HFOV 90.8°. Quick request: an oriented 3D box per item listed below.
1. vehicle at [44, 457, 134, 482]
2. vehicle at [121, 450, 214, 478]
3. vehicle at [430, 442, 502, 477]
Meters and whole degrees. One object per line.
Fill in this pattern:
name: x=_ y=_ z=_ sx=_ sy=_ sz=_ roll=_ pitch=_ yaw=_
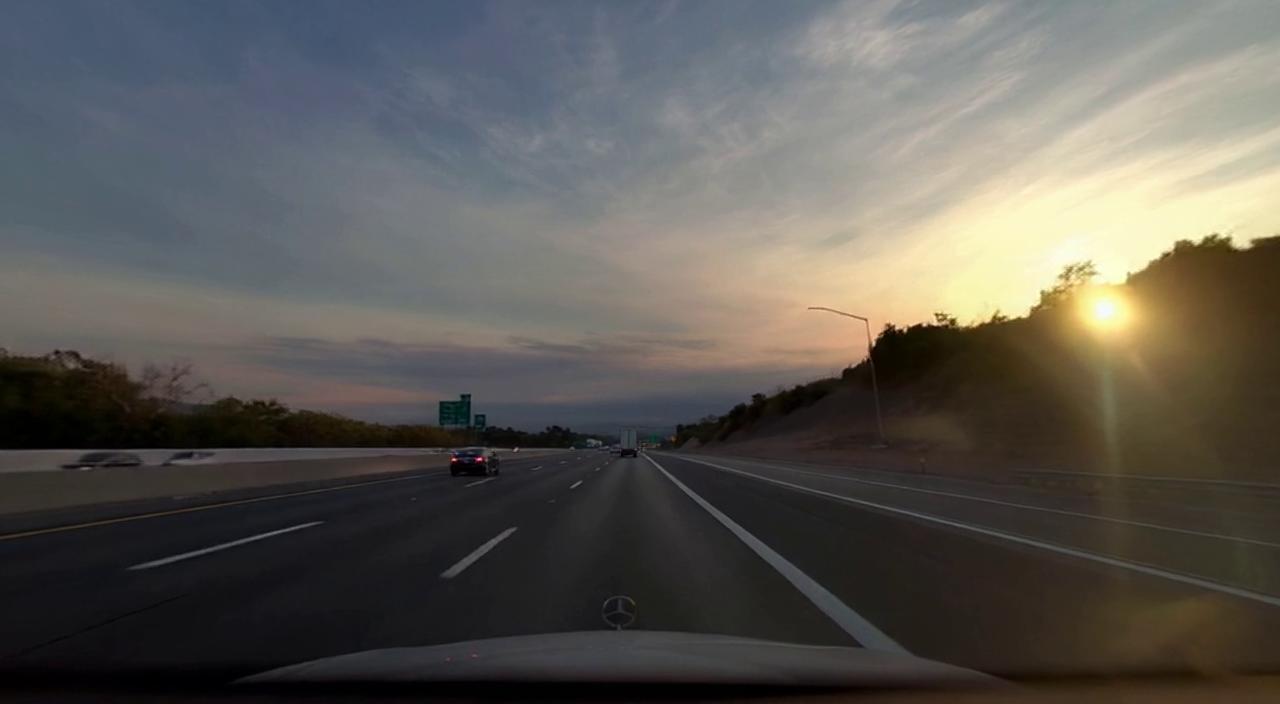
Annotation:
vehicle: x=-36.451 y=7.763 z=41.942 sx=1.787 sy=1.465 sz=4.647 roll=0 pitch=-8 yaw=0
vehicle: x=-28.814 y=6.826 z=38.771 sx=1.973 sy=1.535 sz=4.806 roll=0 pitch=-8 yaw=0
vehicle: x=-8.145 y=5.050 z=30.043 sx=2.005 sy=1.545 sz=4.874 roll=0 pitch=-8 yaw=0
